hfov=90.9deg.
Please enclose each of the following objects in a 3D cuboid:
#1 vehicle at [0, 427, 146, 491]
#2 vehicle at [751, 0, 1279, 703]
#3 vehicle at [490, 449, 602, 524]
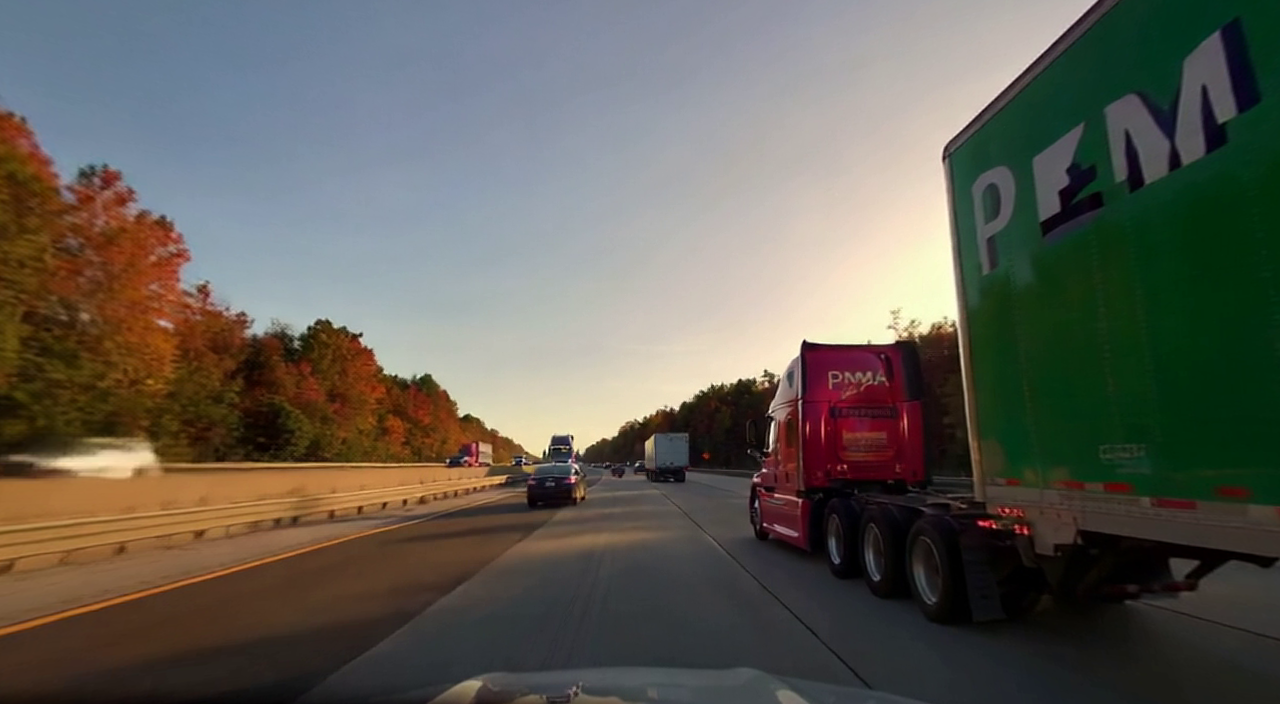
[{"bbox_3d":[-15.873,2.895,17.016,1.797,1.497,3.967,1,-10,-1],"label":"vehicle"},{"bbox_3d":[3.846,0.474,6.068,2.856,4.040,14.009,1,-10,-1],"label":"vehicle"},{"bbox_3d":[-2.215,3.389,16.280,2.010,1.580,4.949,0,-10,1],"label":"vehicle"}]
